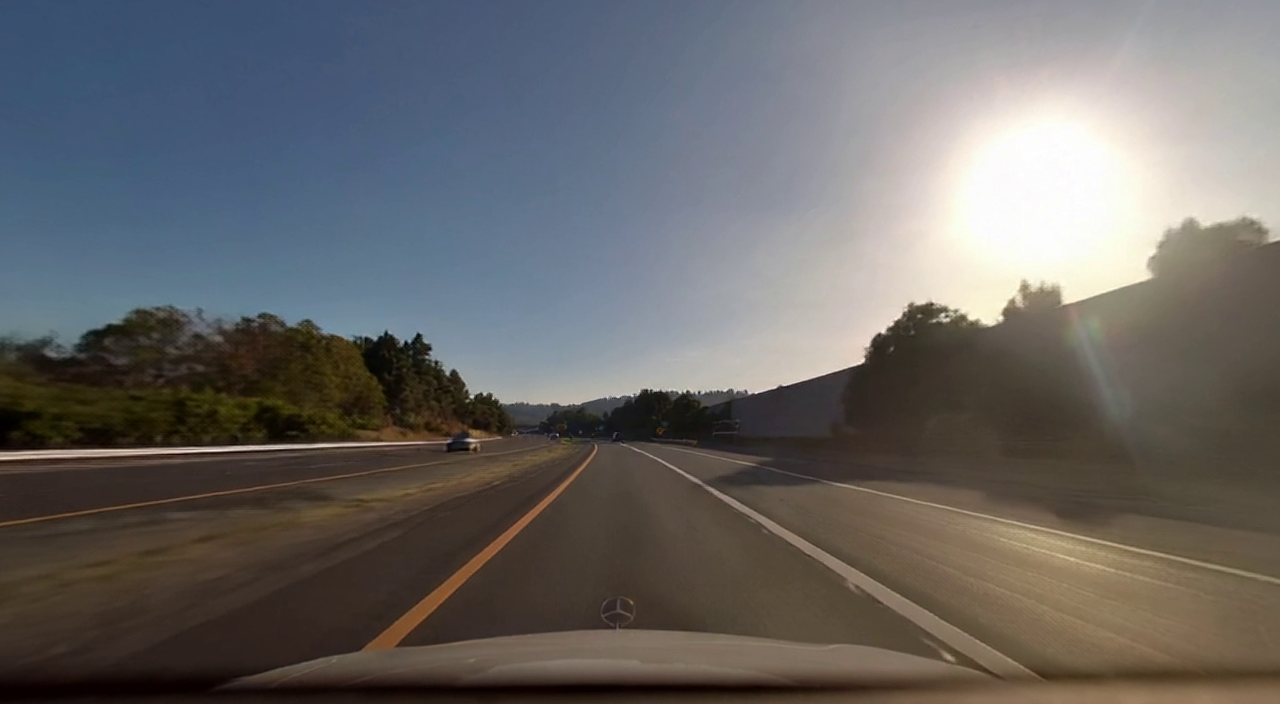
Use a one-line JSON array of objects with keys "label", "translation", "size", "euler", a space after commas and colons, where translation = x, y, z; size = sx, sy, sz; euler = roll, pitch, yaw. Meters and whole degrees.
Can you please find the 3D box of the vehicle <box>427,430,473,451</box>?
[{"label": "vehicle", "translation": [-13.977, 6.538, 46.605], "size": [2.090, 1.486, 4.511], "euler": [0, -8, -2]}]
